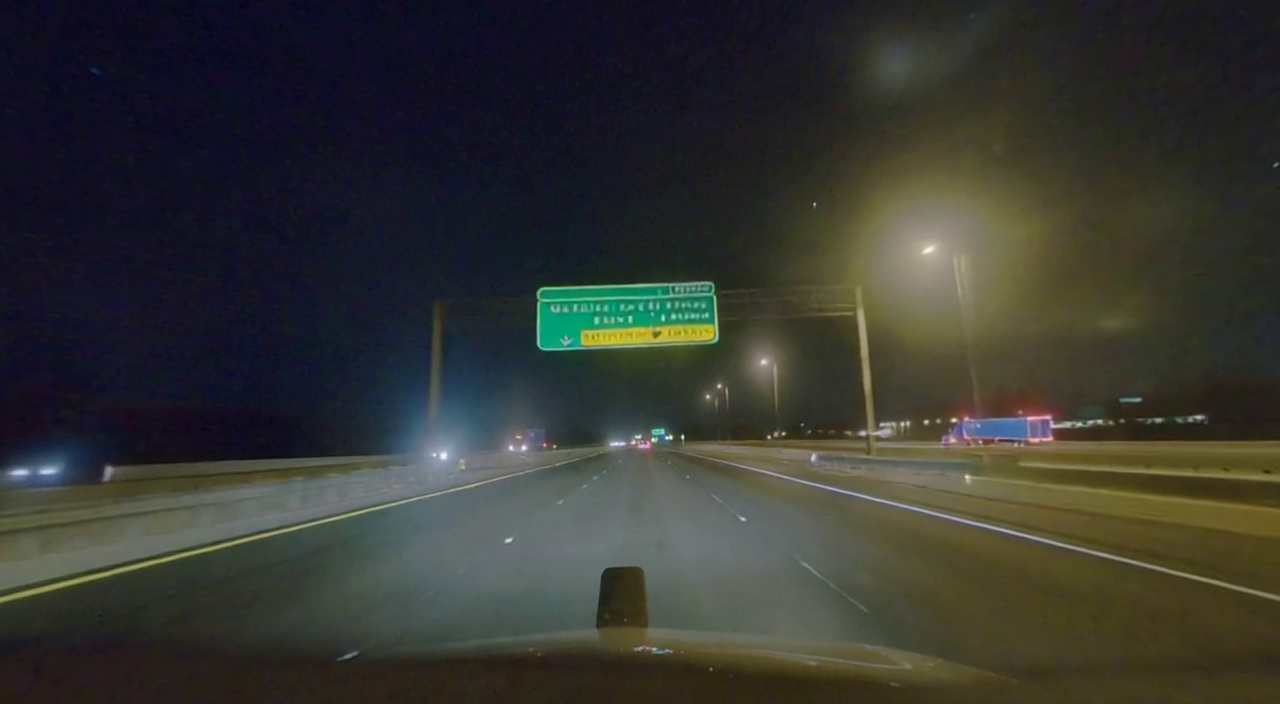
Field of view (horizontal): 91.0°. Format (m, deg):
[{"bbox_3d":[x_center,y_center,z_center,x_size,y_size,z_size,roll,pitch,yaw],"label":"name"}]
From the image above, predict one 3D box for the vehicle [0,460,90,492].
[{"bbox_3d":[-29.763,6.119,31.217,1.623,1.397,3.567,0,-8,0],"label":"vehicle"}]
